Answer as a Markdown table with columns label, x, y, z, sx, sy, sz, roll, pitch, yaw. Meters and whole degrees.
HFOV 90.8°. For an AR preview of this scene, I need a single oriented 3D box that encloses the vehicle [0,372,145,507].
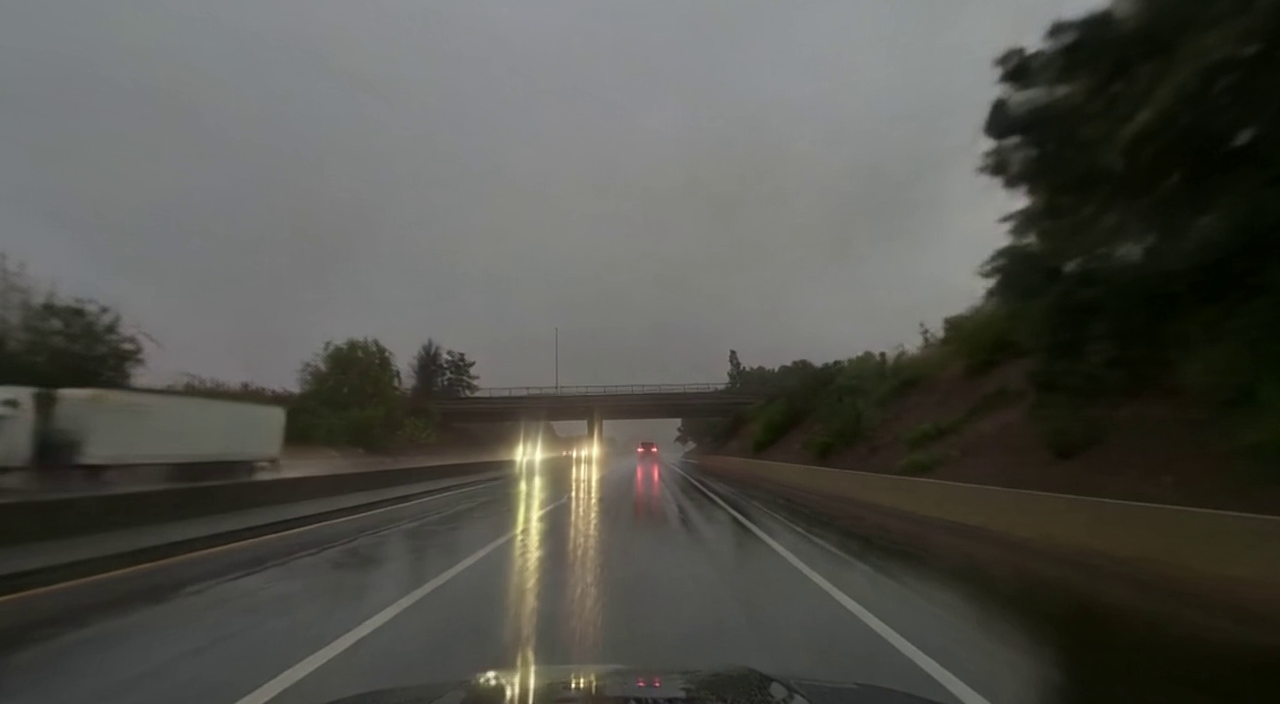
| label | x | y | z | sx | sy | sz | roll | pitch | yaw |
| --- | --- | --- | --- | --- | --- | --- | --- | --- | --- |
| vehicle | -21.039 | 2.720 | 19.529 | 2.990 | 4.070 | 10.171 | 0 | -9 | 0 |

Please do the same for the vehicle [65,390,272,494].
| label | x | y | z | sx | sy | sz | roll | pitch | yaw |
| --- | --- | --- | --- | --- | --- | --- | --- | --- | --- |
| vehicle | -21.030 | 4.218 | 29.106 | 2.840 | 4.071 | 8.380 | 0 | -9 | 0 |
